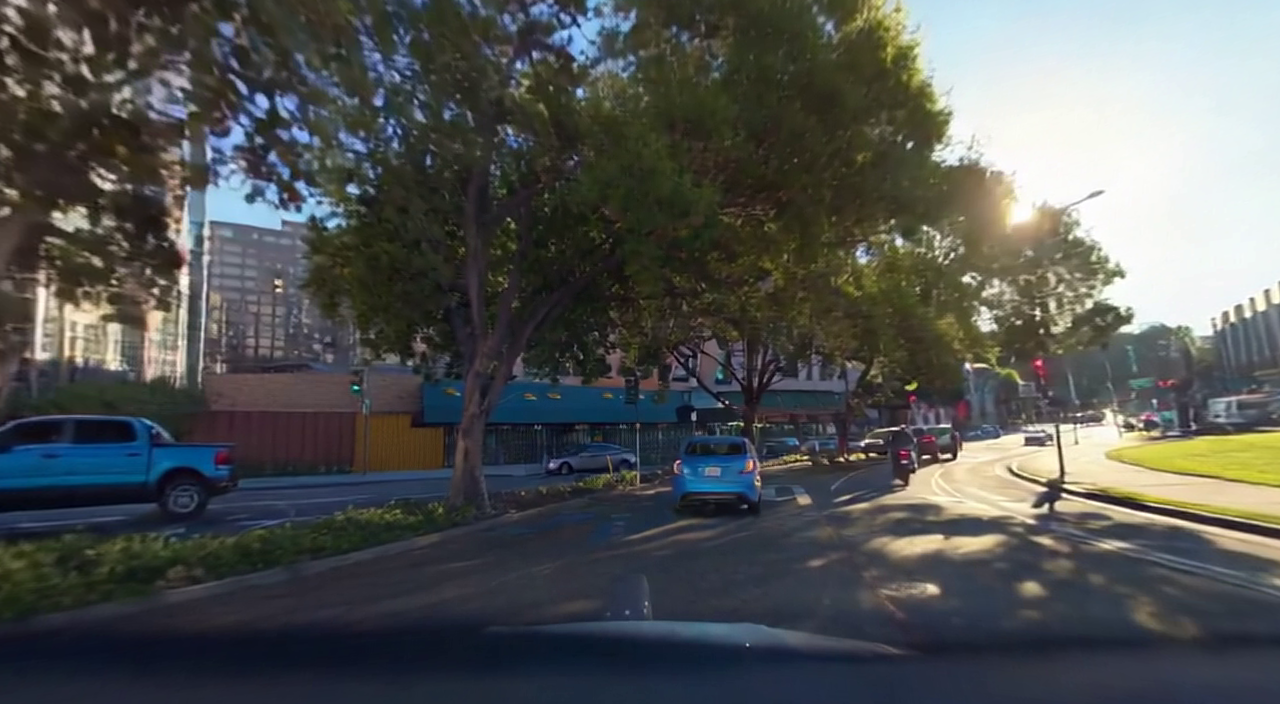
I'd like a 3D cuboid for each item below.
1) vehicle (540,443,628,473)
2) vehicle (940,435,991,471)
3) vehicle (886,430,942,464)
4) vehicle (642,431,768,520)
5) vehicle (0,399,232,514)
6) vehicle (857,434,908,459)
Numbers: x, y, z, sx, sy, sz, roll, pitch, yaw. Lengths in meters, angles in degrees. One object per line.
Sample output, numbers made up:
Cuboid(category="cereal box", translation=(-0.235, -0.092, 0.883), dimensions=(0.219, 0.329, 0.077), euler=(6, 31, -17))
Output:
Cuboid(category="vehicle", translation=(-2.835, 5.495, 32.979), dimensions=(1.852, 1.452, 4.759), euler=(-7, -11, 38))
Cuboid(category="vehicle", translation=(15.025, 4.621, 28.992), dimensions=(1.822, 1.555, 3.574), euler=(-5, -10, 30))
Cuboid(category="vehicle", translation=(15.815, 5.473, 36.253), dimensions=(2.212, 1.790, 4.768), euler=(-5, -10, 31))
Cuboid(category="vehicle", translation=(1.392, 2.399, 12.762), dimensions=(2.118, 1.480, 3.949), euler=(-2, -8, 8))
Cuboid(category="vehicle", translation=(-15.709, 2.806, 17.158), dimensions=(2.287, 2.780, 7.166), euler=(-7, -10, 36))
Cuboid(category="vehicle", translation=(17.791, 6.910, 46.117), dimensions=(2.170, 1.658, 4.215), euler=(-7, -11, 39))
